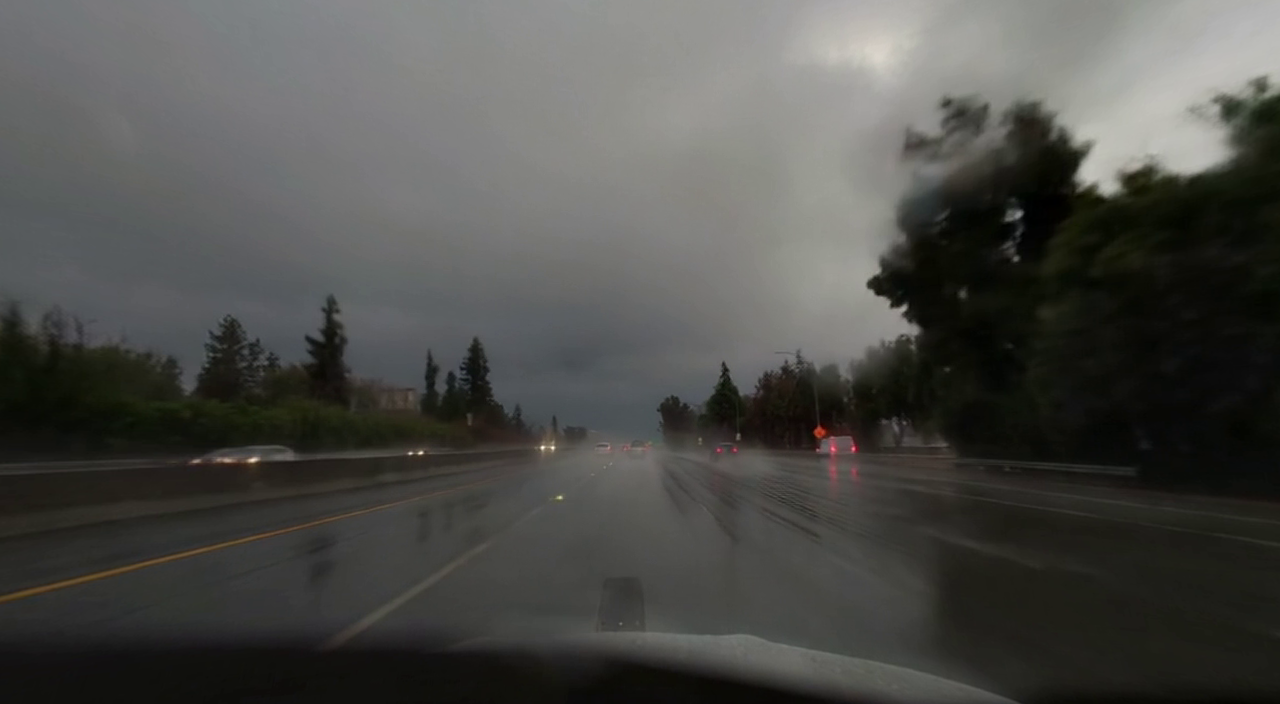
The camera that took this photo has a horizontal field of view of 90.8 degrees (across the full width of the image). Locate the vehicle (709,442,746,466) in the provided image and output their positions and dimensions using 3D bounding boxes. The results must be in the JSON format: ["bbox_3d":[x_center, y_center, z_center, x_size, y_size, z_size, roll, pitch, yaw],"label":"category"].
[{"bbox_3d":[6.401,7.511,46.669,2.081,1.705,3.926,0,-9,-1],"label":"vehicle"}]

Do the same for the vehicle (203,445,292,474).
[{"bbox_3d":[-21.643,5.933,35.102,1.878,1.506,4.695,0,-9,1],"label":"vehicle"}]

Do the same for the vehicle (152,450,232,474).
[{"bbox_3d":[-28.838,7.079,40.844,1.863,1.423,4.413,0,-9,1],"label":"vehicle"}]
